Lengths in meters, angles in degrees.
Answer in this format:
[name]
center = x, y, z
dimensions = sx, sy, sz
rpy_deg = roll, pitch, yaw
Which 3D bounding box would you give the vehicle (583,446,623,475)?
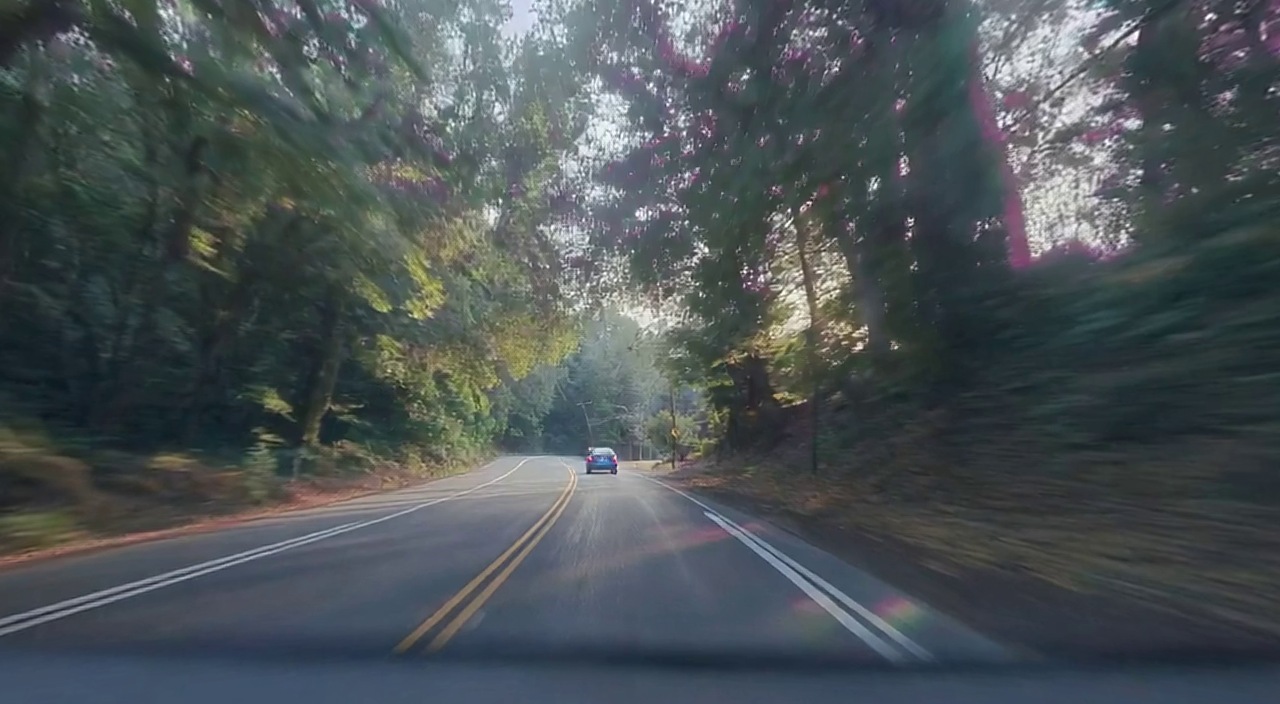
[vehicle]
center = -2.225, 6.319, 37.141
dimensions = 2.059, 1.524, 3.963
rpy_deg = 3, -9, -6
